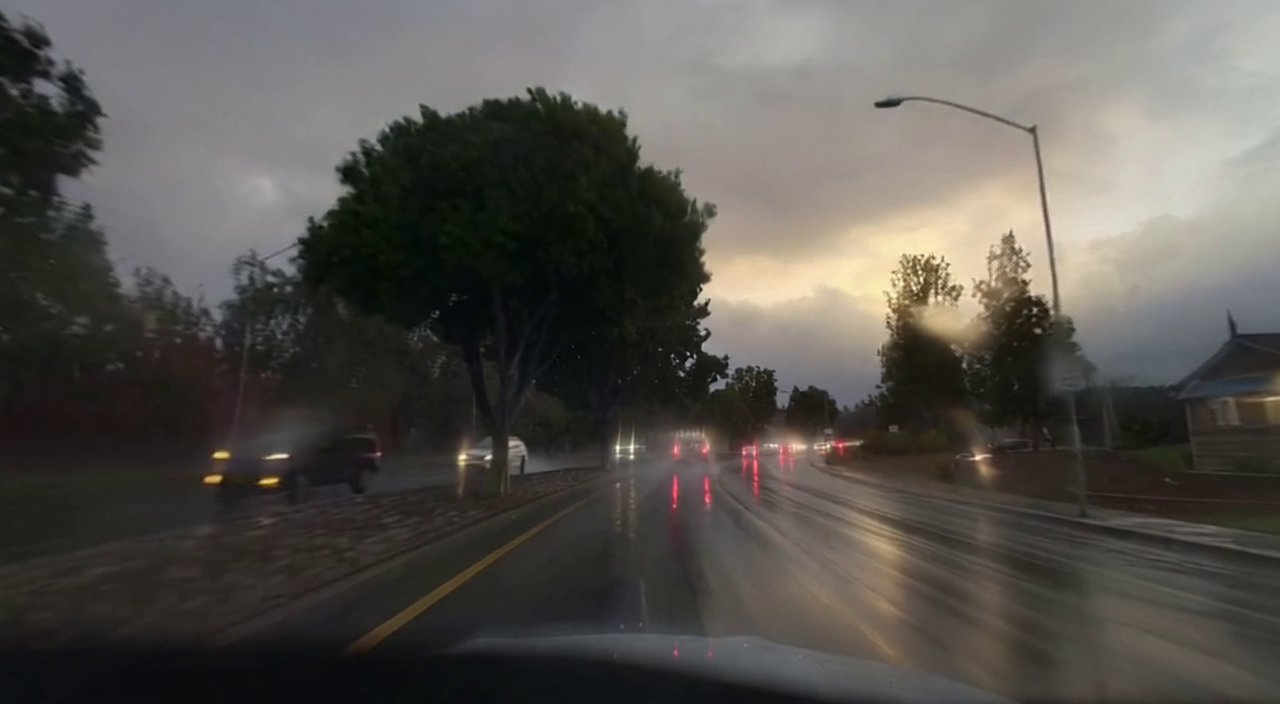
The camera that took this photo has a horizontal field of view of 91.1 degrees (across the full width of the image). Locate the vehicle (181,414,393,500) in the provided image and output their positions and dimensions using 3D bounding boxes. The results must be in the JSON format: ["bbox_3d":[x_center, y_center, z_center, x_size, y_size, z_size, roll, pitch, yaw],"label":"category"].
[{"bbox_3d":[-8.619,2.634,16.061,2.331,1.838,4.865,-1,-8,4],"label":"vehicle"}]

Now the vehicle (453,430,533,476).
[{"bbox_3d":[-6.489,4.532,28.392,1.975,1.853,4.600,-1,-9,8],"label":"vehicle"}]

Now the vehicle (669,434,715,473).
[{"bbox_3d":[2.924,5.526,34.410,2.072,2.002,4.391,-1,-9,10],"label":"vehicle"}]
